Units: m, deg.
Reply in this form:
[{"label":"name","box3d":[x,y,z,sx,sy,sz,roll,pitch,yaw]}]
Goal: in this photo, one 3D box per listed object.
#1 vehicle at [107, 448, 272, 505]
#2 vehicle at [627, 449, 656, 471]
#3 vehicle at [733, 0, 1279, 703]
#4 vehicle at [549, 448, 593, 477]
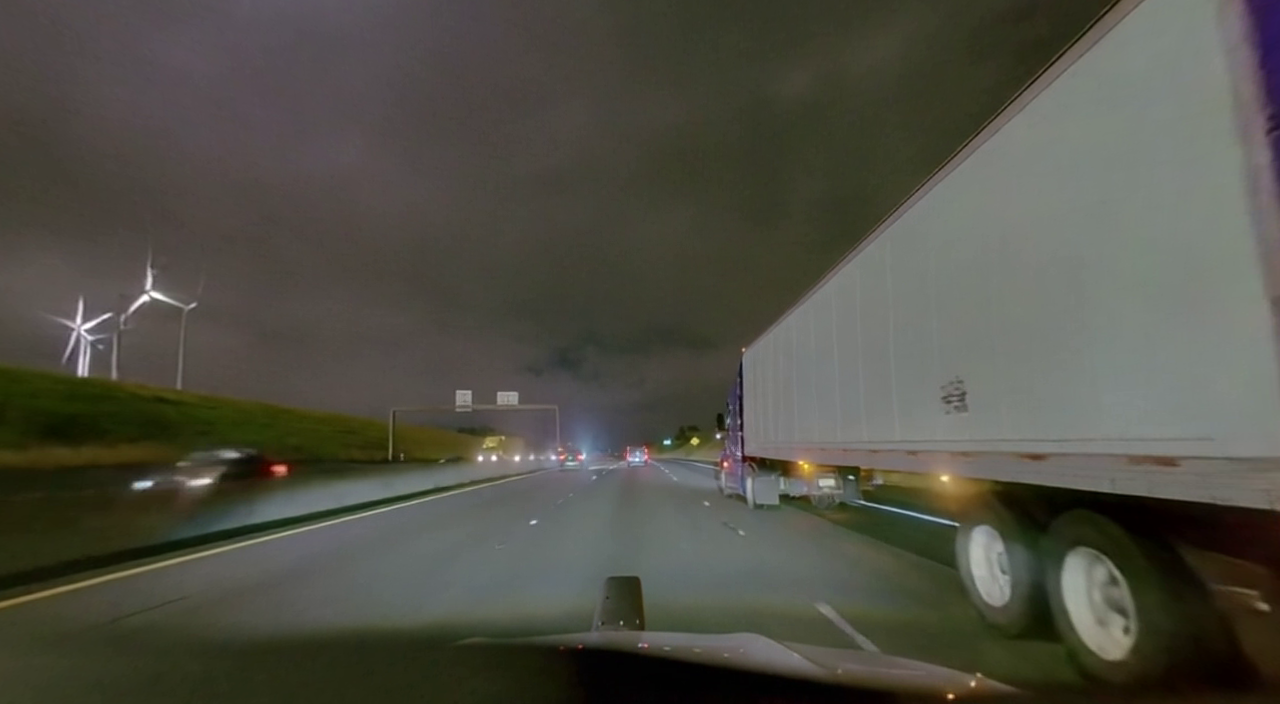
[{"label":"vehicle","box3d":[-12.127,3.329,17.319,1.780,1.383,3.624,0,-9,1]},{"label":"vehicle","box3d":[0.073,7.638,44.923,1.931,1.453,3.695,0,-9,-1]},{"label":"vehicle","box3d":[3.820,0.780,8.343,2.947,3.989,13.568,0,-9,-1]},{"label":"vehicle","box3d":[-3.838,6.190,35.609,1.952,1.521,4.095,0,-9,1]}]
